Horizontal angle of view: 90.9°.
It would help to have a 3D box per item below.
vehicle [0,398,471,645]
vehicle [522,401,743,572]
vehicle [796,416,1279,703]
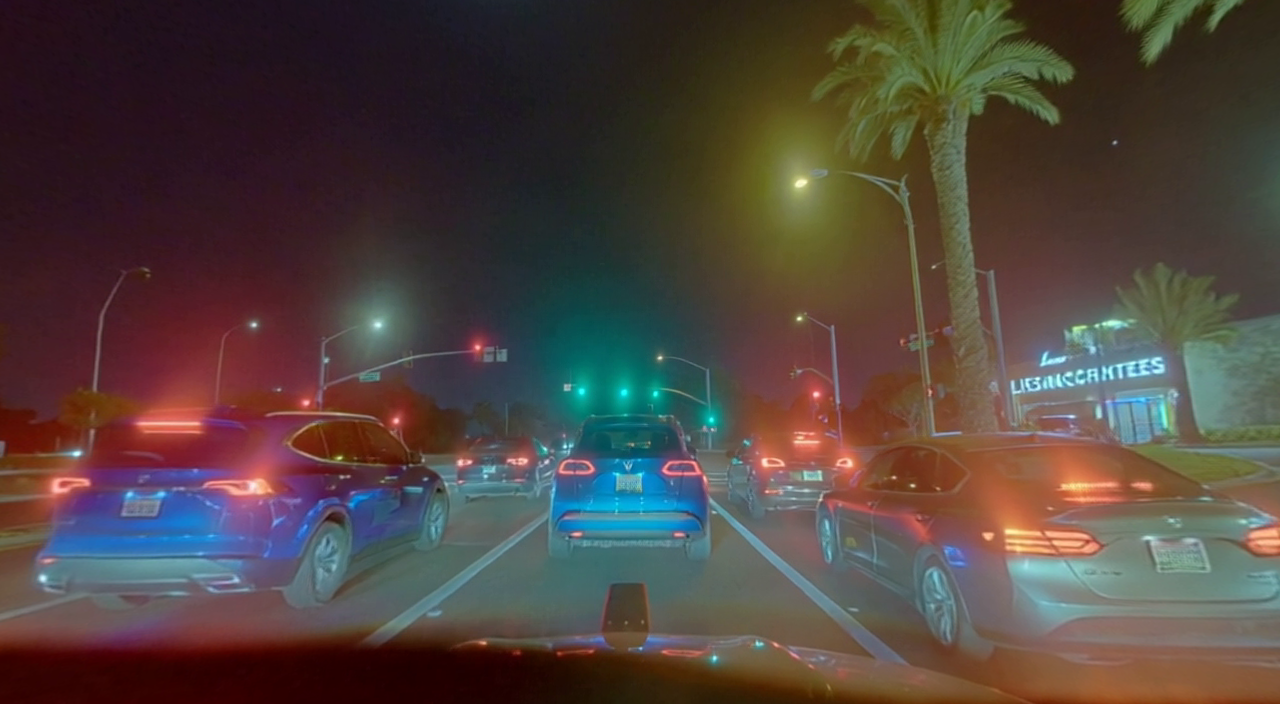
[{"bbox_3d":[-3.351,1.397,6.254,2.014,1.534,4.455,0,-9,1],"label":"vehicle"},{"bbox_3d":[-0.140,1.708,8.763,2.280,1.747,4.361,0,-8,-2],"label":"vehicle"},{"bbox_3d":[2.968,1.412,5.451,2.017,1.491,4.611,0,-8,-1],"label":"vehicle"}]
